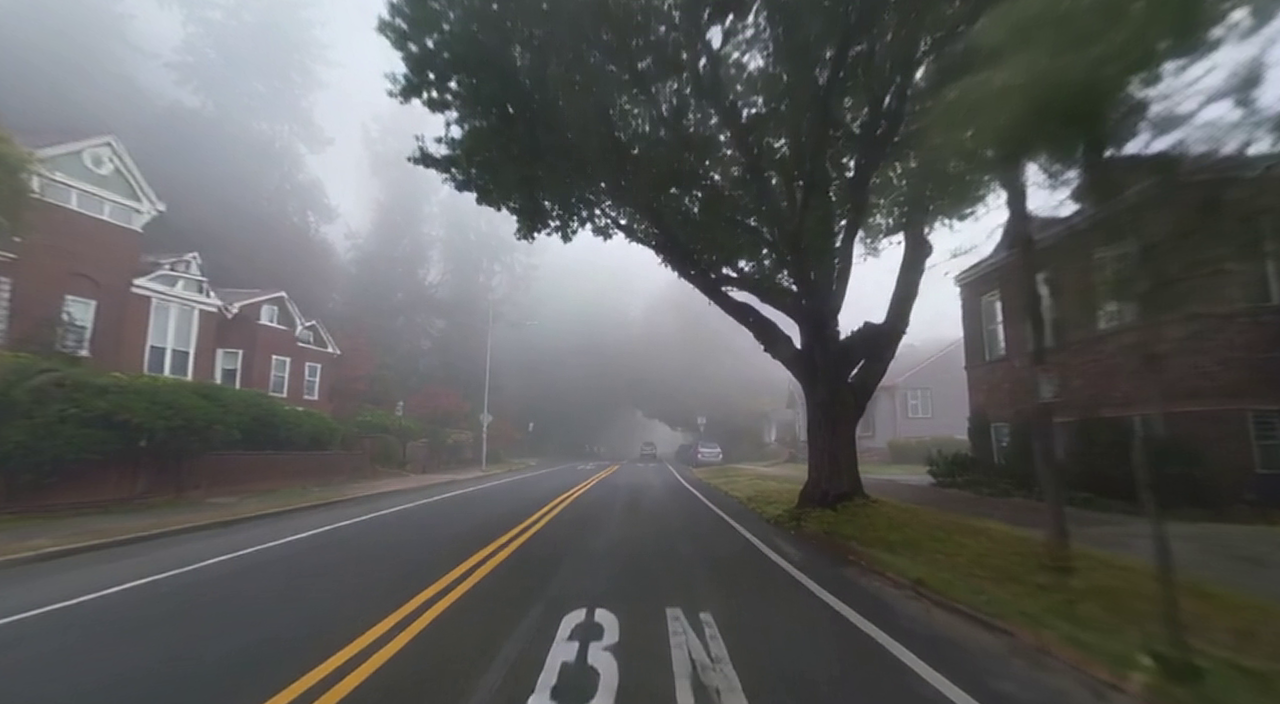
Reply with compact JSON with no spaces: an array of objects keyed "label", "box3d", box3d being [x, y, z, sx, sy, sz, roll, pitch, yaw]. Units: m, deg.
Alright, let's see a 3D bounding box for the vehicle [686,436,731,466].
[{"label":"vehicle","box3d":[4.165,6.099,39.259,1.937,1.752,4.574,0,-8,-5]}]
